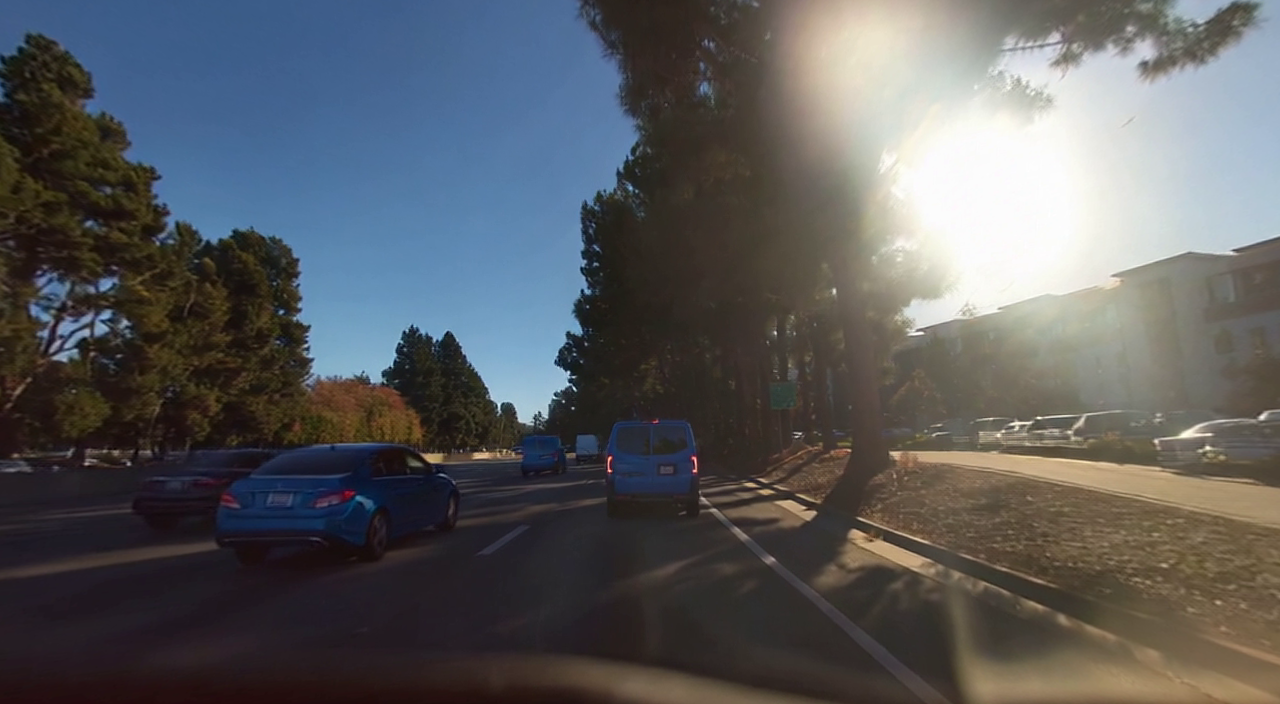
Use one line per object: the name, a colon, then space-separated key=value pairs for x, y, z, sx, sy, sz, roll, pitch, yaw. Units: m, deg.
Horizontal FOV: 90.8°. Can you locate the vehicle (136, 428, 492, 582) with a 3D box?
vehicle: x=-3.744 y=1.836 z=8.567 sx=1.991 sy=1.459 sz=4.813 roll=-1 pitch=-9 yaw=4

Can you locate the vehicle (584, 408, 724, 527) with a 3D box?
vehicle: x=0.298 y=2.120 z=12.009 sx=2.173 sy=1.830 sz=4.189 roll=0 pitch=-9 yaw=2

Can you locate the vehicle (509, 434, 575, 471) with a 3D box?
vehicle: x=-4.866 y=5.096 z=32.171 sx=2.116 sy=1.714 sz=4.757 roll=-1 pitch=-9 yaw=7
